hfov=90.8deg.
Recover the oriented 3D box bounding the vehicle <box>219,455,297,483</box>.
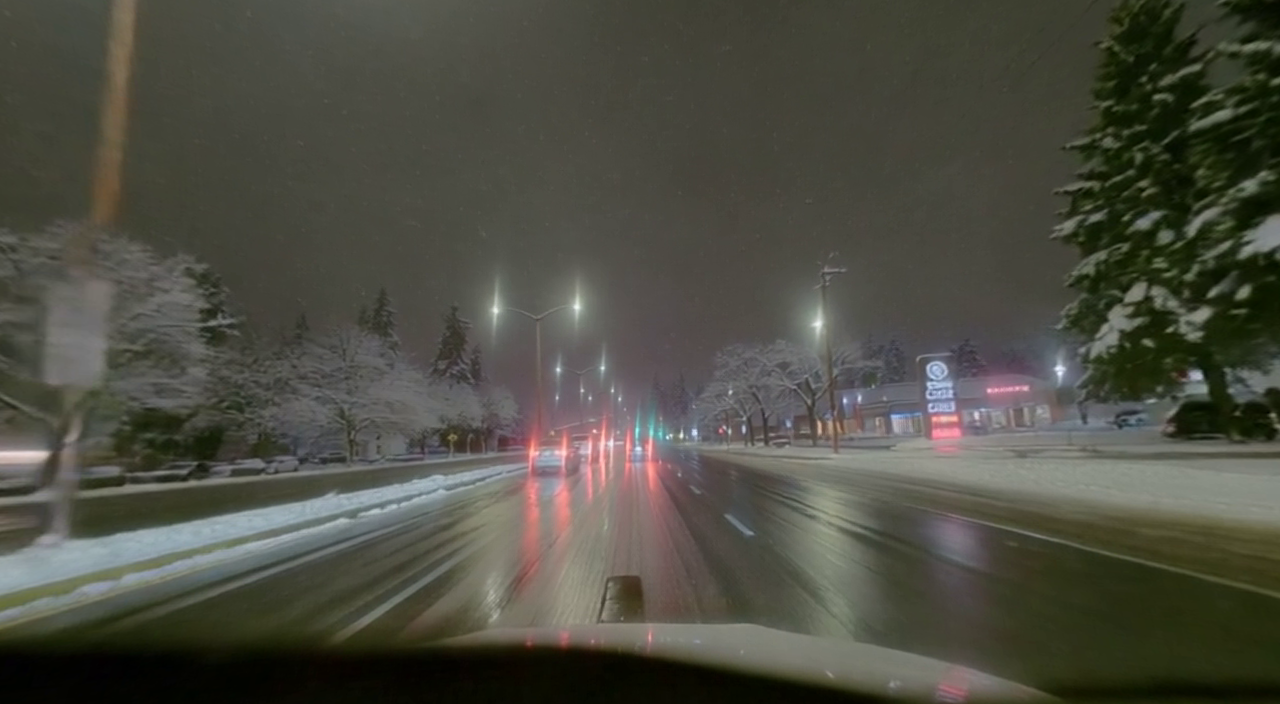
[{"bbox_3d":[-28.798,8.808,47.749,4.586,1.682,2.003,-3,-8,-4],"label":"vehicle"}]

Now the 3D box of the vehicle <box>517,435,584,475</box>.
[{"bbox_3d":[-3.638,4.273,26.431,2.139,1.487,4.453,0,-8,0],"label":"vehicle"}]

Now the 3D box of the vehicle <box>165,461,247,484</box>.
[{"bbox_3d":[-29.229,8.093,42.599,4.193,1.435,1.770,0,-8,0],"label":"vehicle"}]

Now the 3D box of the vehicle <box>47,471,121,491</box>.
[{"bbox_3d":[-41.623,9.647,47.314,3.902,1.412,1.716,0,-8,1],"label":"vehicle"}]

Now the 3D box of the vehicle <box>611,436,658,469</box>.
[{"bbox_3d":[-0.262,4.817,30.541,2.126,1.475,3.967,0,-8,-1],"label":"vehicle"}]

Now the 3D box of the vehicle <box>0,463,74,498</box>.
[{"bbox_3d":[-28.743,5.857,28.814,3.942,1.471,1.859,0,-8,-1],"label":"vehicle"}]
